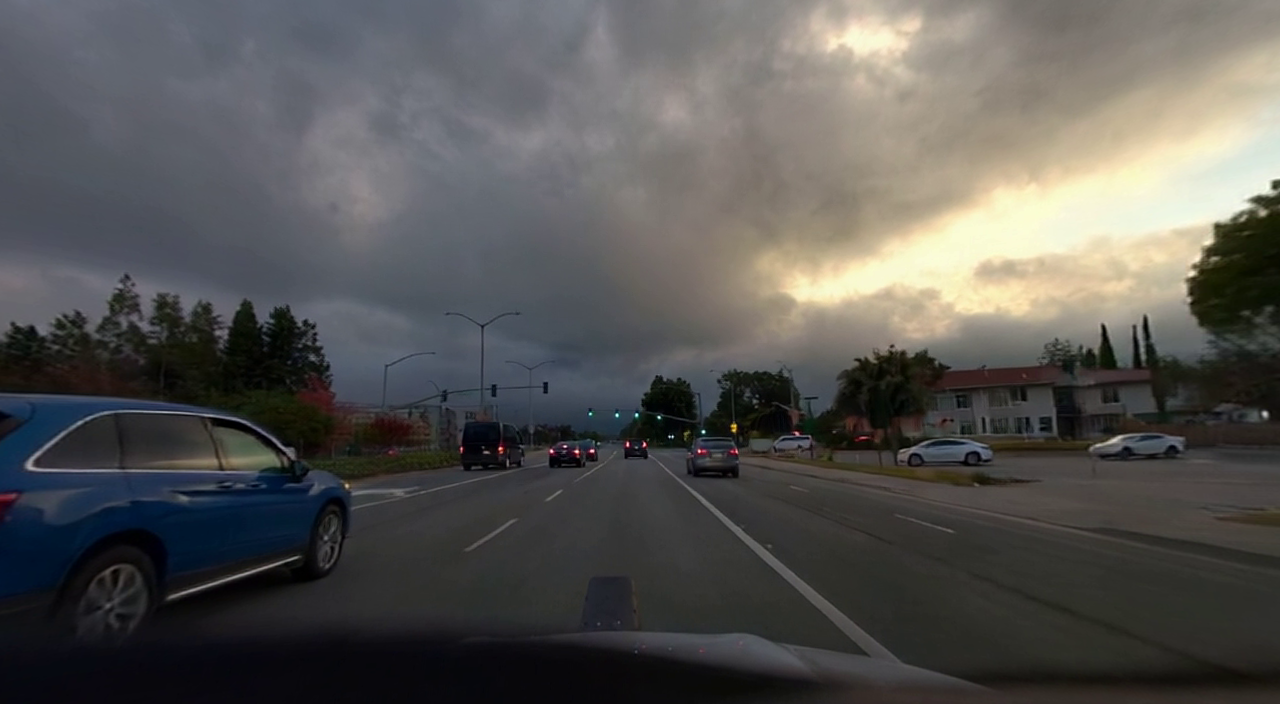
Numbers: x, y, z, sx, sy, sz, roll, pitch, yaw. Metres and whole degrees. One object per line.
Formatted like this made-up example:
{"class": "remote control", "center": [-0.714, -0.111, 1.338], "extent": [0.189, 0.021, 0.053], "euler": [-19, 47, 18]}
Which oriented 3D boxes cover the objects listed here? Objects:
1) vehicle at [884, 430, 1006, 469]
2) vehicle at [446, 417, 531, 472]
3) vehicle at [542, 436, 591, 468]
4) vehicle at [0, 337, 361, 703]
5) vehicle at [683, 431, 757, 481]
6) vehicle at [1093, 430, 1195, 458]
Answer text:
{"class": "vehicle", "center": [14.422, 4.635, 30.007], "extent": [4.626, 1.562, 2.159], "euler": [-2, -8, -2]}
{"class": "vehicle", "center": [-7.645, 4.811, 32.727], "extent": [2.863, 2.592, 6.410], "euler": [0, -8, -1]}
{"class": "vehicle", "center": [-4.037, 5.612, 35.506], "extent": [2.133, 1.677, 4.727], "euler": [0, -8, 1]}
{"class": "vehicle", "center": [-3.884, 1.035, 4.252], "extent": [2.038, 1.748, 4.303], "euler": [0, -9, -1]}
{"class": "vehicle", "center": [3.100, 4.164, 25.494], "extent": [2.167, 1.792, 4.835], "euler": [0, -9, -2]}
{"class": "vehicle", "center": [27.757, 5.104, 34.874], "extent": [1.768, 1.460, 4.677], "euler": [0, -9, 0]}
